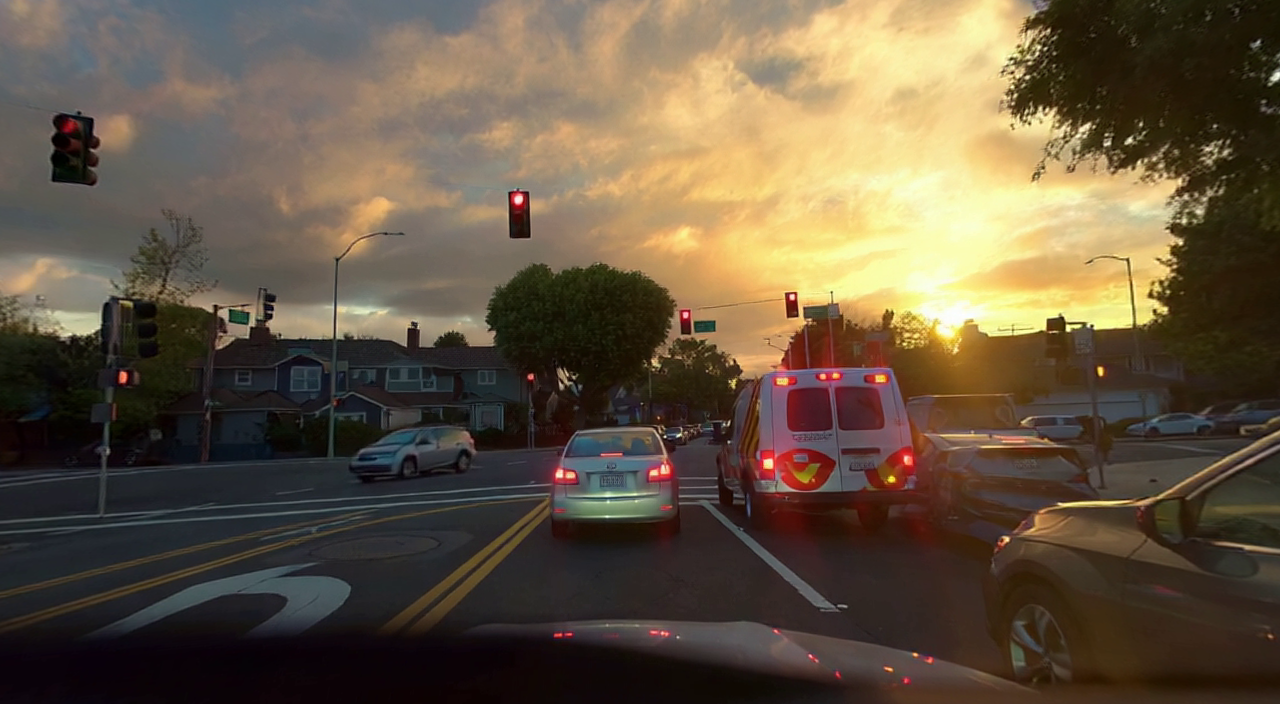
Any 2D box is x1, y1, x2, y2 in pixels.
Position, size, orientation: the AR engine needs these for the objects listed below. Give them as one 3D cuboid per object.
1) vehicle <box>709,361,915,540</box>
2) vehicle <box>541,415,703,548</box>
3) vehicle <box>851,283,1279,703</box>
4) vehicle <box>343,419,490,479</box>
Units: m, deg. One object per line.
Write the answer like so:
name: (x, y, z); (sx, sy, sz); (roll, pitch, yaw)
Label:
vehicle: (2.891, 1.879, 12.372); (2.406, 2.687, 5.521); (0, -8, 0)
vehicle: (-0.271, 1.970, 10.182); (2.114, 1.707, 3.725); (0, -8, -1)
vehicle: (2.851, 0.892, 2.847); (2.194, 1.820, 4.652); (0, -8, 0)
vehicle: (-8.374, 3.731, 24.493); (2.349, 1.988, 5.813); (-3, -9, 16)
